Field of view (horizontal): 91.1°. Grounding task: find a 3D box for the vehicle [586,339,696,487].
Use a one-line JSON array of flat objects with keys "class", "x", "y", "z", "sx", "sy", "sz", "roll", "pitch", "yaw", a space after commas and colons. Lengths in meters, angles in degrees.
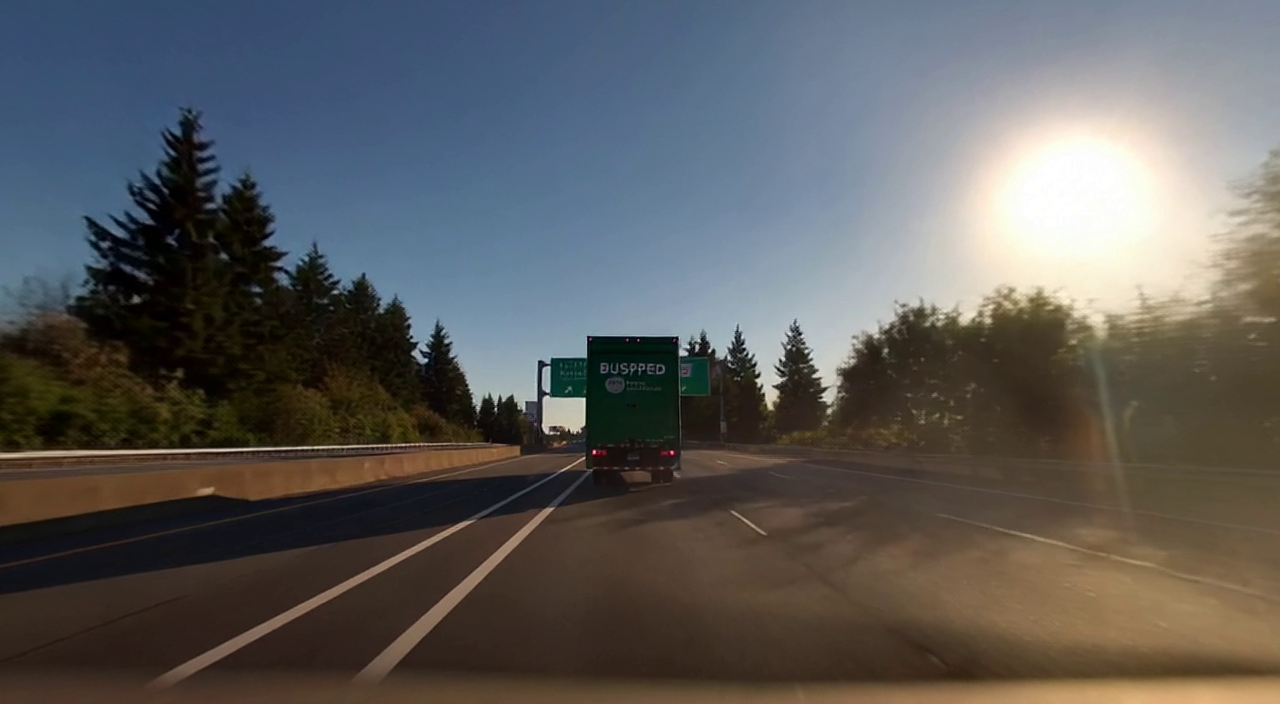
[{"class": "vehicle", "x": -0.114, "y": 2.180, "z": 21.036, "sx": 2.870, "sy": 3.911, "sz": 8.697, "roll": 0, "pitch": -8, "yaw": -2}]
